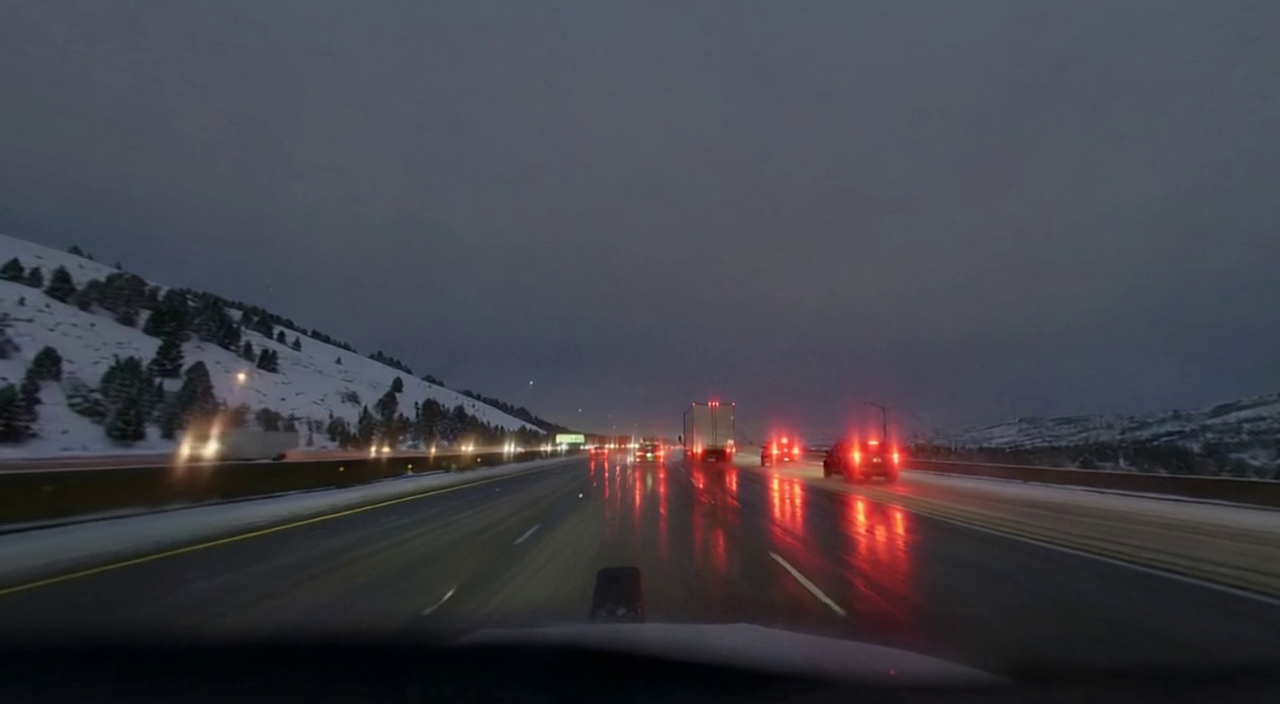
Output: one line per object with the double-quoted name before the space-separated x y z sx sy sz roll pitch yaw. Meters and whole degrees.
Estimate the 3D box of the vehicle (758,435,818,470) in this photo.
"vehicle" 8.054 5.536 34.698 2.143 1.775 4.729 0 -9 0

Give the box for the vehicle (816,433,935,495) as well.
"vehicle" 7.135 3.442 19.692 2.044 1.676 4.421 0 -9 1

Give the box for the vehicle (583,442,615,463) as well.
"vehicle" -3.080 7.580 47.778 2.132 1.506 4.256 0 -9 0

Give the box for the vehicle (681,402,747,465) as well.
"vehicle" 4.643 5.536 41.848 3.130 3.607 11.129 0 -9 0

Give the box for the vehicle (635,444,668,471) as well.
"vehicle" 0.650 6.232 37.463 1.866 1.492 3.932 0 -9 0
